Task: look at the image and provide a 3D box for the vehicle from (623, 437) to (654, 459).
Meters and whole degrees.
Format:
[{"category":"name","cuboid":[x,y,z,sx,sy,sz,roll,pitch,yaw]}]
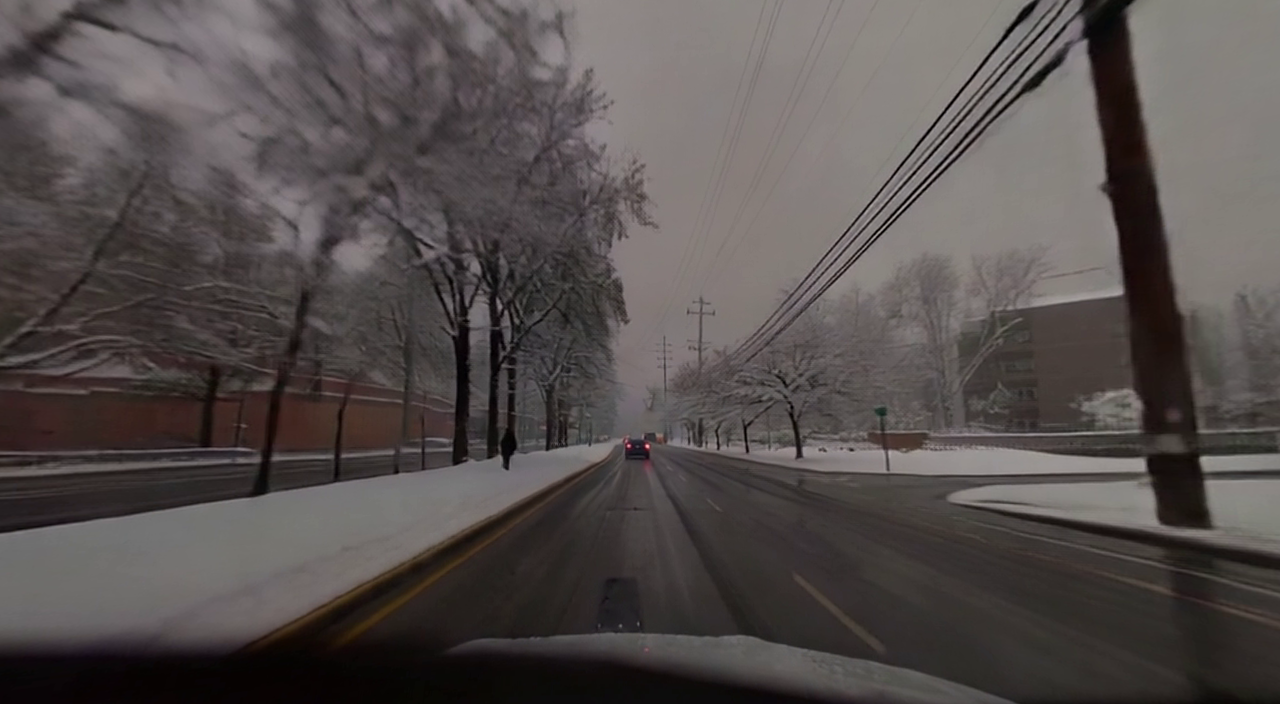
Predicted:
[{"category":"vehicle","cuboid":[-0.132,6.877,45.588,2.109,1.501,4.042,0,-8,-1]}]
